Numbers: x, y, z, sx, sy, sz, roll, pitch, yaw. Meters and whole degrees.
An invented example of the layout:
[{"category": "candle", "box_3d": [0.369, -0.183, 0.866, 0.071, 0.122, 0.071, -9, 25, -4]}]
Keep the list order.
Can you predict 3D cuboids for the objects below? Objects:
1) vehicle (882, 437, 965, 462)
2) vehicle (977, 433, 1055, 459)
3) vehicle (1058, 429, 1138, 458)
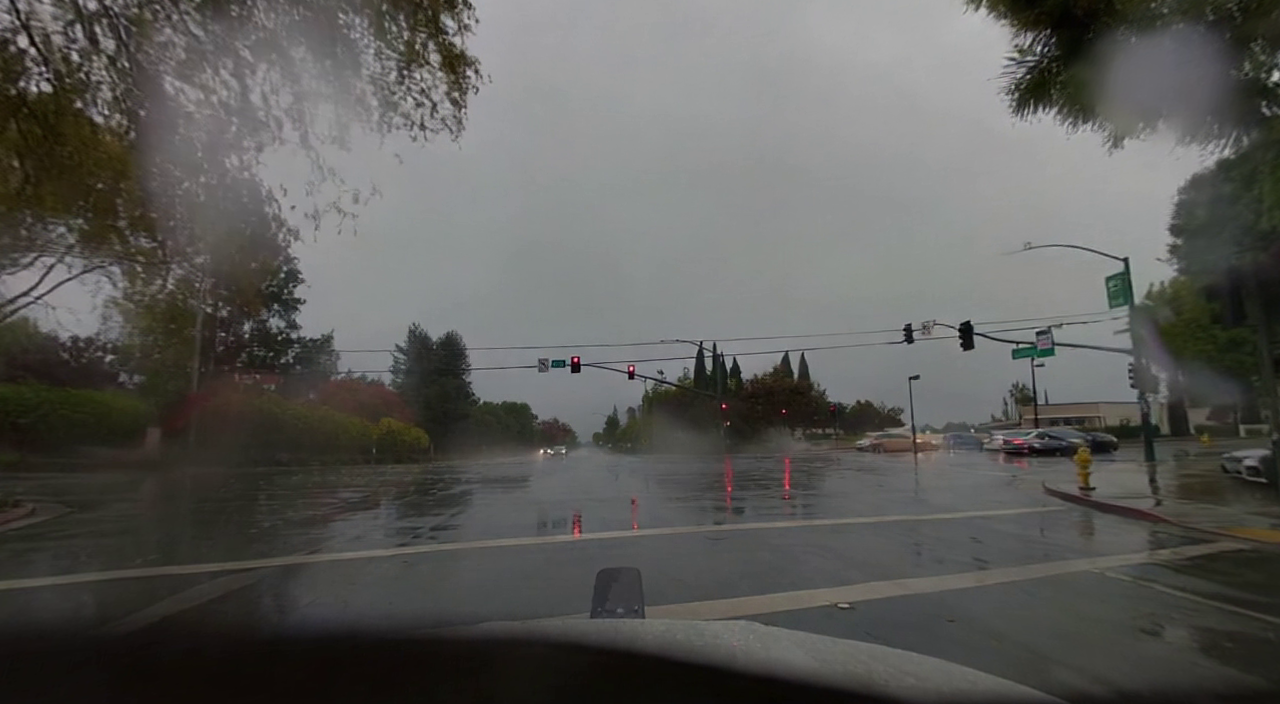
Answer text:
[{"category": "vehicle", "box_3d": [18.694, 6.425, 41.621, 5.234, 1.549, 1.982, 4, -9, -24]}, {"category": "vehicle", "box_3d": [26.958, 6.733, 45.263, 5.032, 1.828, 2.183, 4, -9, -24]}, {"category": "vehicle", "box_3d": [36.104, 7.210, 49.747, 6.148, 2.119, 2.473, 4, -10, -28]}]
